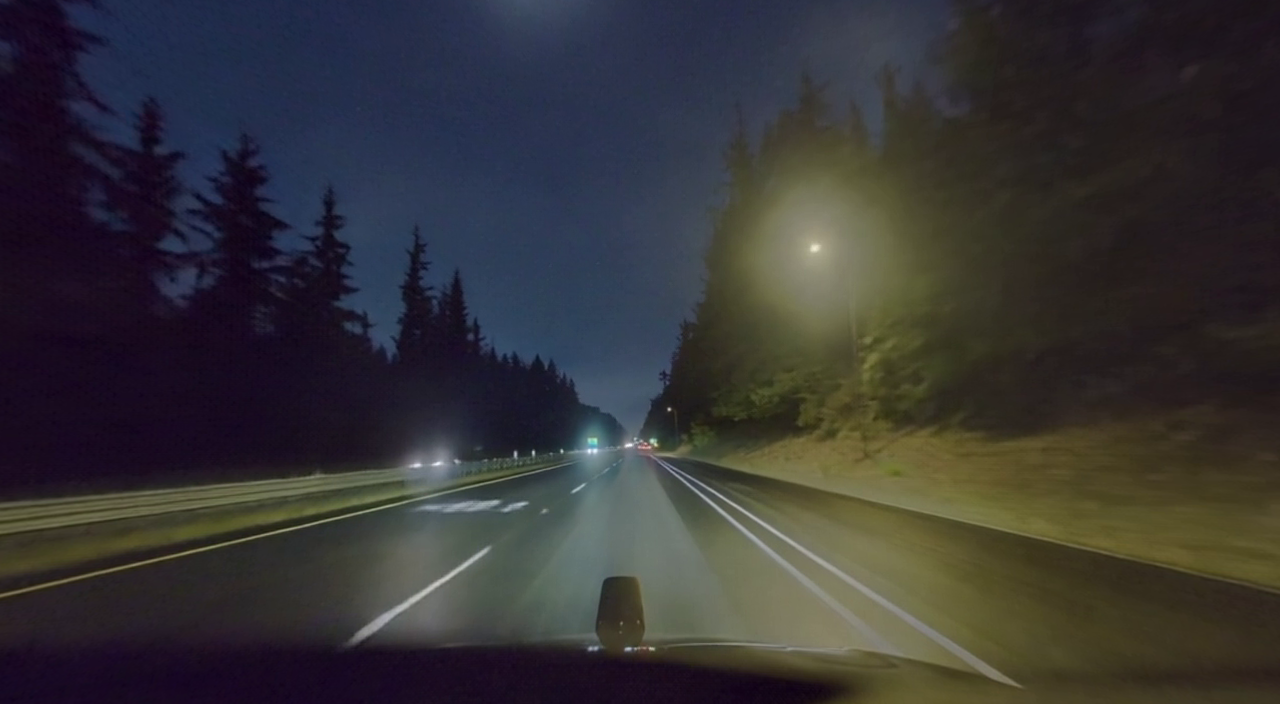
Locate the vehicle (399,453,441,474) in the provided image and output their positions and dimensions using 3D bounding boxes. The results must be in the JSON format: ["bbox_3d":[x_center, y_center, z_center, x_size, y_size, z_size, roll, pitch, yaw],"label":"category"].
[{"bbox_3d":[-16.547,8.386,47.616,1.770,1.413,3.842,0,-9,0],"label":"vehicle"}]
